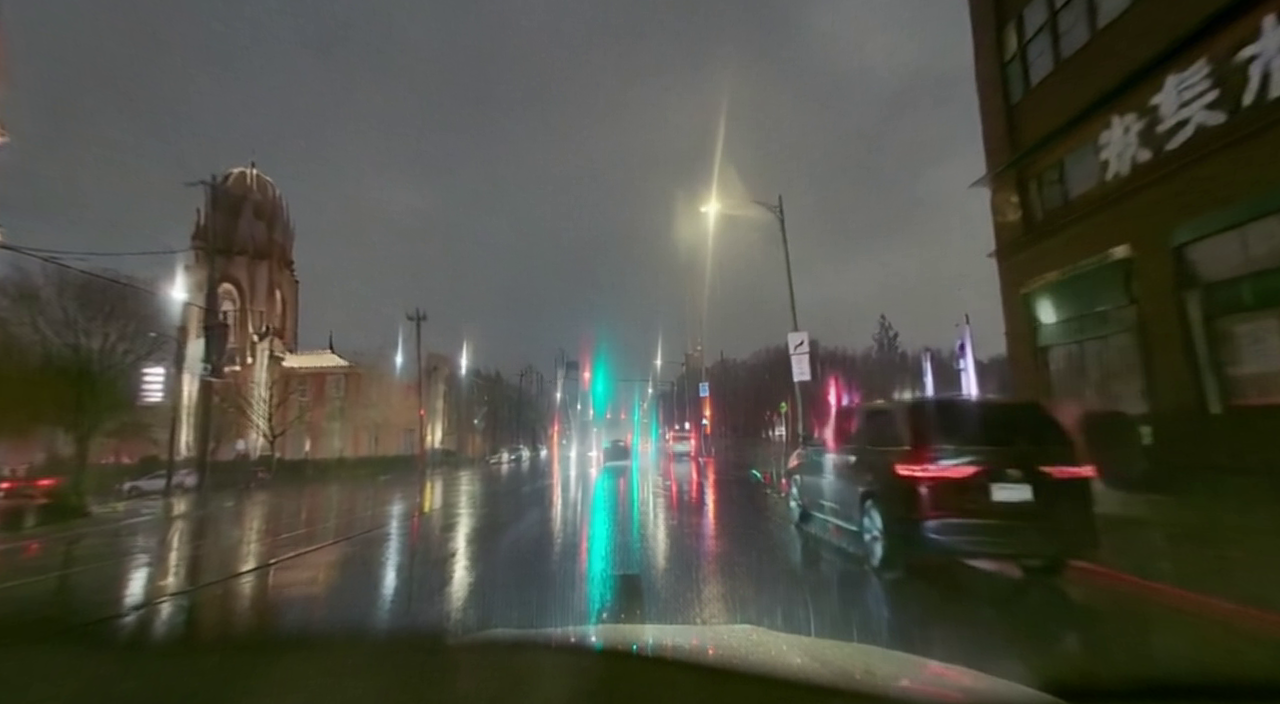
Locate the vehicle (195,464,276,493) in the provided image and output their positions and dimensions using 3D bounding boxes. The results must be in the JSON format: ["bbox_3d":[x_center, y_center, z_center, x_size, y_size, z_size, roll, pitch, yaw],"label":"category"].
[{"bbox_3d":[-28.834,9.005,45.125,4.439,1.661,2.071,-2,-5,-4],"label":"vehicle"}]

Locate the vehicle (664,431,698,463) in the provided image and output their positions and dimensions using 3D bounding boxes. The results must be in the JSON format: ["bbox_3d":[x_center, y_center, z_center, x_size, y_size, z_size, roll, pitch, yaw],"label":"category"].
[{"bbox_3d":[2.730,6.397,42.746,2.074,2.041,5.045,0,-8,1],"label":"vehicle"}]

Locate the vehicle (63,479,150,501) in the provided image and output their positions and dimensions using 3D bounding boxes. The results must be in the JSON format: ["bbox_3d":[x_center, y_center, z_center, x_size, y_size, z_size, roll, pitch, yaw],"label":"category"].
[{"bbox_3d":[-37.941,9.807,45.002,4.533,1.449,1.771,0,-9,-2],"label":"vehicle"}]

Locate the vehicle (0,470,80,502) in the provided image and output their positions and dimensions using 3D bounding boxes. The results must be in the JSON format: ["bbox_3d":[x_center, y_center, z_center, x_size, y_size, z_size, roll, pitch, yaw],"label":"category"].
[{"bbox_3d":[-43.525,9.622,45.439,4.483,2.156,1.967,0,-9,0],"label":"vehicle"}]

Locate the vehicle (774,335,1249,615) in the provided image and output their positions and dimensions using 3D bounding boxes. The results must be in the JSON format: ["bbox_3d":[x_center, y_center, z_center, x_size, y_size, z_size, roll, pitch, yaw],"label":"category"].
[{"bbox_3d":[3.315,1.288,7.521,2.269,2.046,5.649,0,-8,1],"label":"vehicle"}]

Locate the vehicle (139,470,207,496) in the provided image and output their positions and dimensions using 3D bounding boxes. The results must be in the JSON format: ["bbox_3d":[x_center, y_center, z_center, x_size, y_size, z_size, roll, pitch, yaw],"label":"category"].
[{"bbox_3d":[-33.475,9.365,45.314,3.529,1.661,1.695,0,-6,0],"label":"vehicle"}]

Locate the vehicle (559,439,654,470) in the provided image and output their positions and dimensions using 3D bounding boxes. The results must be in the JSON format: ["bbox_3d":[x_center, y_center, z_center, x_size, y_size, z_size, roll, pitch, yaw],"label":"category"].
[{"bbox_3d":[-1.642,5.149,31.972,4.620,1.476,1.881,7,-11,-40],"label":"vehicle"}]
